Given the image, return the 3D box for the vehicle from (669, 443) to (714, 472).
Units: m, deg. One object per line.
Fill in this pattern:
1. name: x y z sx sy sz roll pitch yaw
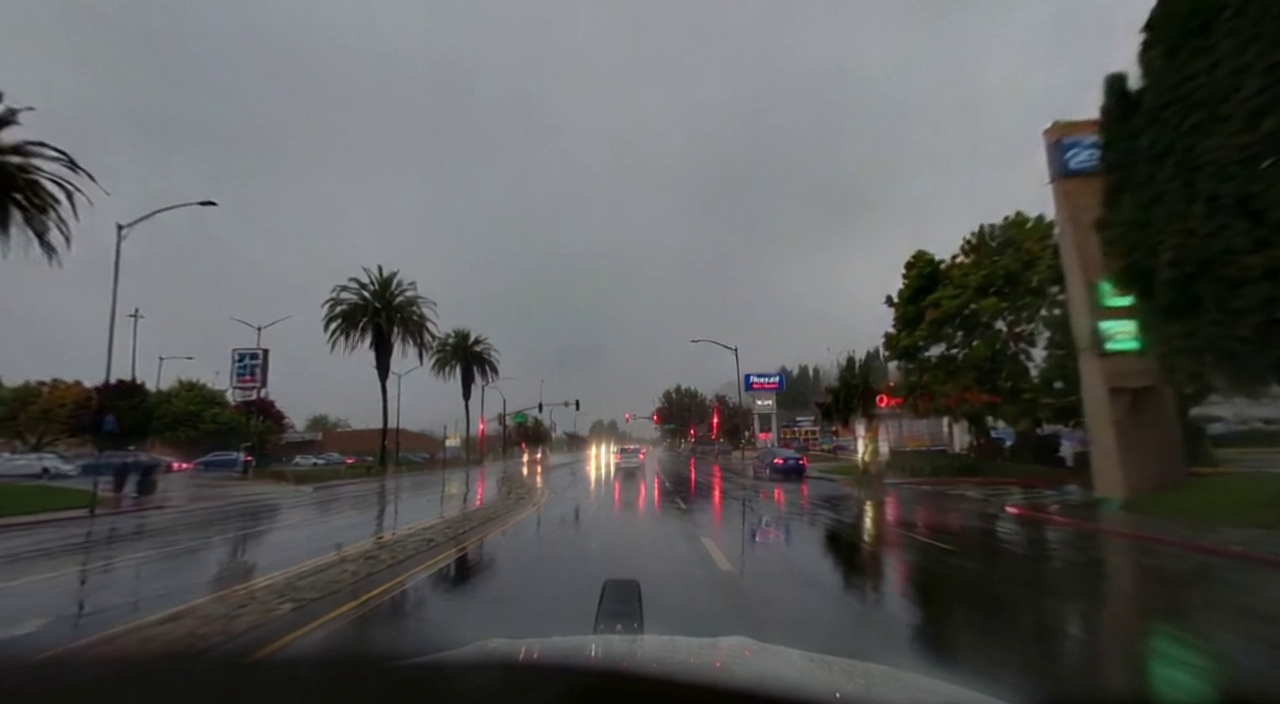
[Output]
1. vehicle: 2.840 5.927 35.649 2.060 1.471 4.168 0 -9 -1

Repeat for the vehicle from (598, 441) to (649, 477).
1. vehicle: -0.748 4.953 29.366 2.160 1.508 4.319 0 -9 -1

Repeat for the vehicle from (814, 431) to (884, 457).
1. vehicle: 16.021 7.150 48.817 2.172 1.855 5.526 1 -10 -18

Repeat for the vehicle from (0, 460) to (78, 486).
1. vehicle: -35.260 6.976 36.563 3.781 1.401 1.776 -1 -9 0

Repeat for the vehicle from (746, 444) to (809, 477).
1. vehicle: 6.705 5.345 31.451 1.922 1.461 4.868 0 -9 -2
